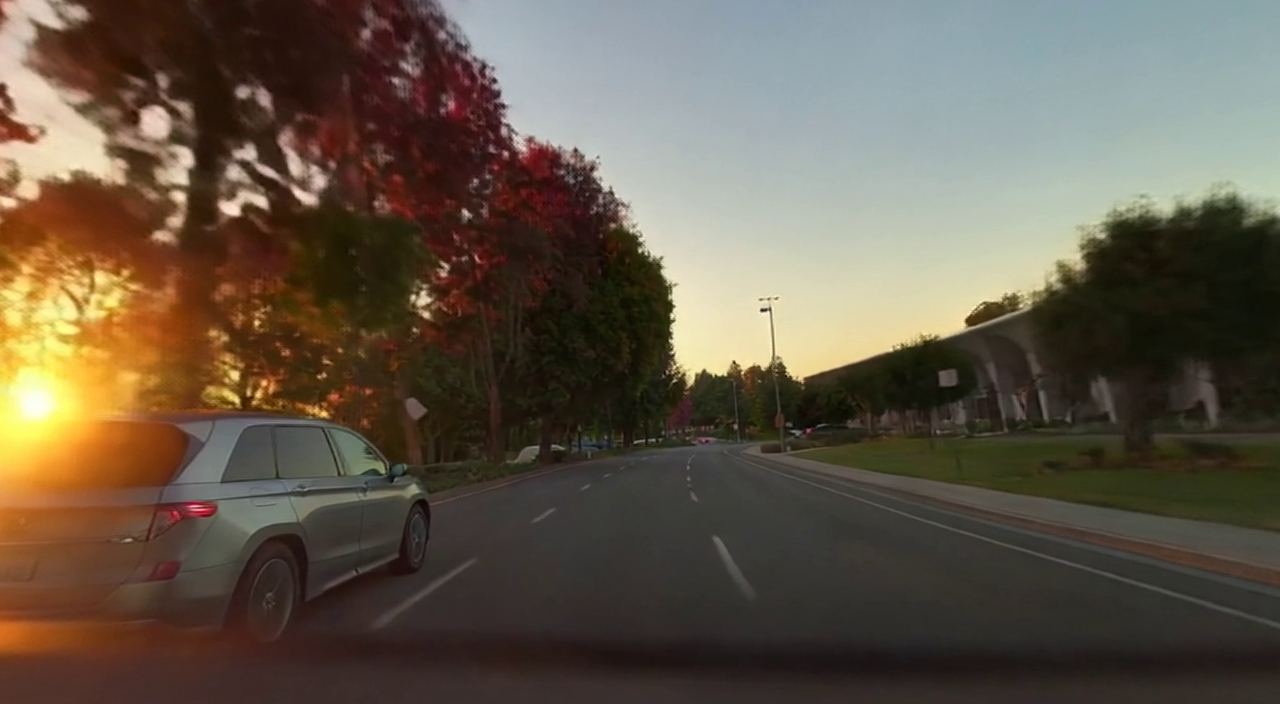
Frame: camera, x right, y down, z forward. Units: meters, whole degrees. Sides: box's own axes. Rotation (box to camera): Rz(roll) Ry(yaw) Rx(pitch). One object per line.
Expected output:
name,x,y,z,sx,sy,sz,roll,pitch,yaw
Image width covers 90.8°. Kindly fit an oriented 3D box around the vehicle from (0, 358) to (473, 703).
vehicle,-3.005,1.207,4.884,2.067,1.700,4.561,0,-8,2
